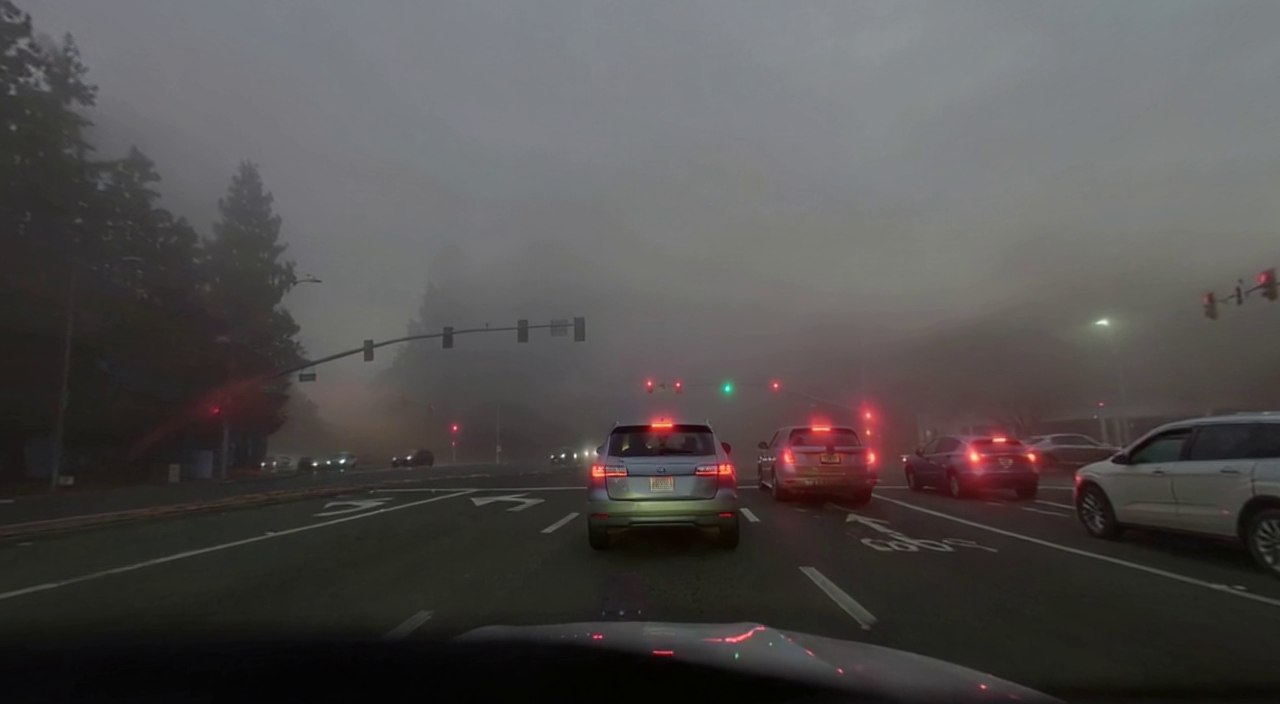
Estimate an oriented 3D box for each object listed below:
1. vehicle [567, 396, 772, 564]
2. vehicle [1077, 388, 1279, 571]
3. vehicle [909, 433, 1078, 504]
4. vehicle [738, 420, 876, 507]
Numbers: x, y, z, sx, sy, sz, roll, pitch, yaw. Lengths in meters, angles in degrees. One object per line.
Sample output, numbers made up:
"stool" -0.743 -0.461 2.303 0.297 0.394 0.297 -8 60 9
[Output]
"vehicle" 0.278 1.706 8.994 2.211 1.795 4.179 0 -9 -1
"vehicle" 7.376 1.357 6.880 2.074 1.791 4.393 0 -9 1
"vehicle" 8.309 2.775 15.406 1.862 1.471 4.297 -1 -9 4
"vehicle" 3.776 2.646 15.316 2.188 1.774 4.646 -1 -9 2
